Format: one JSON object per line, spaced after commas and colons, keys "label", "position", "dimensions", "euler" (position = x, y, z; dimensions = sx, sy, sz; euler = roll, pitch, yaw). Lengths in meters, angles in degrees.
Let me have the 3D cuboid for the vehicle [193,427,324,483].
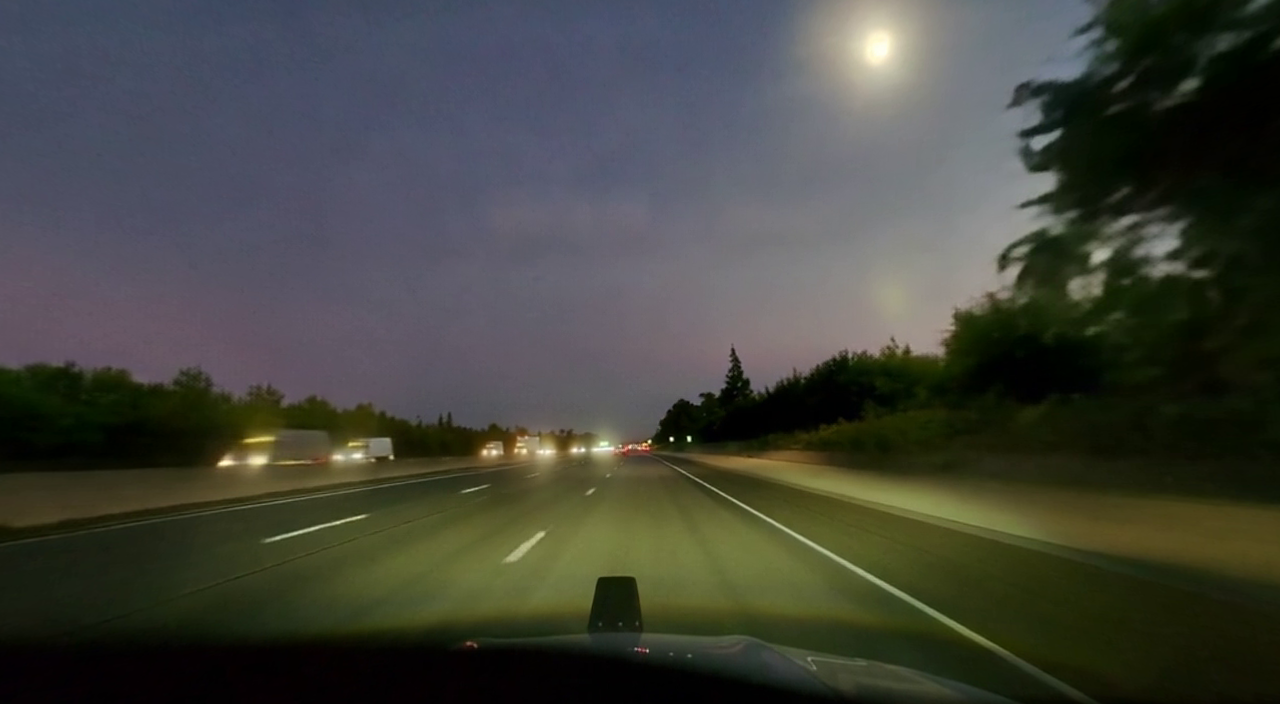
{"label": "vehicle", "position": [-20.423, 5.553, 34.417], "dimensions": [2.641, 2.694, 7.114], "euler": [0, -9, 0]}
